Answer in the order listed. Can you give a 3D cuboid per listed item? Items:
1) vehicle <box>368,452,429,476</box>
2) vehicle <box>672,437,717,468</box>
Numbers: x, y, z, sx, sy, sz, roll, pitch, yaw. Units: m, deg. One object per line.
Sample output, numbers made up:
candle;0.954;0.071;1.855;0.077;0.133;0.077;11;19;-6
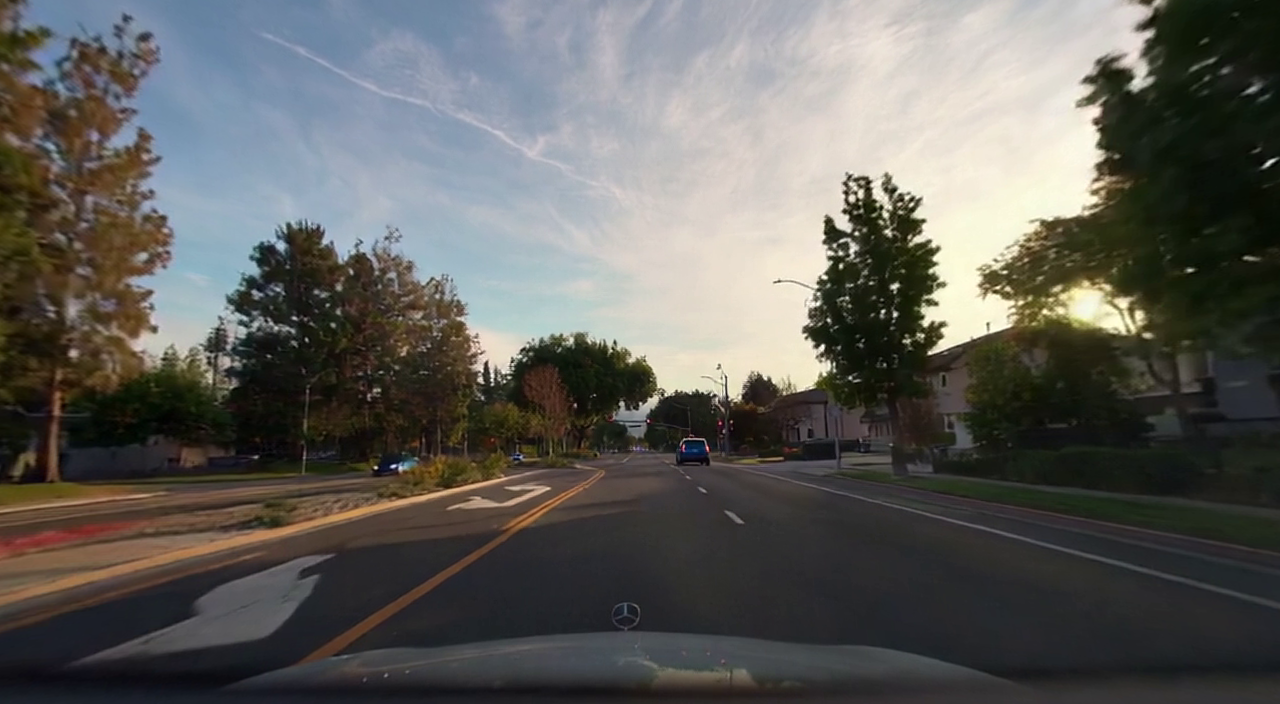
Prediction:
vehicle;-16.097;7.453;42.357;2.185;1.468;4.735;0;-8;0
vehicle;3.345;6.305;39.913;2.229;1.795;4.927;0;-8;-2
